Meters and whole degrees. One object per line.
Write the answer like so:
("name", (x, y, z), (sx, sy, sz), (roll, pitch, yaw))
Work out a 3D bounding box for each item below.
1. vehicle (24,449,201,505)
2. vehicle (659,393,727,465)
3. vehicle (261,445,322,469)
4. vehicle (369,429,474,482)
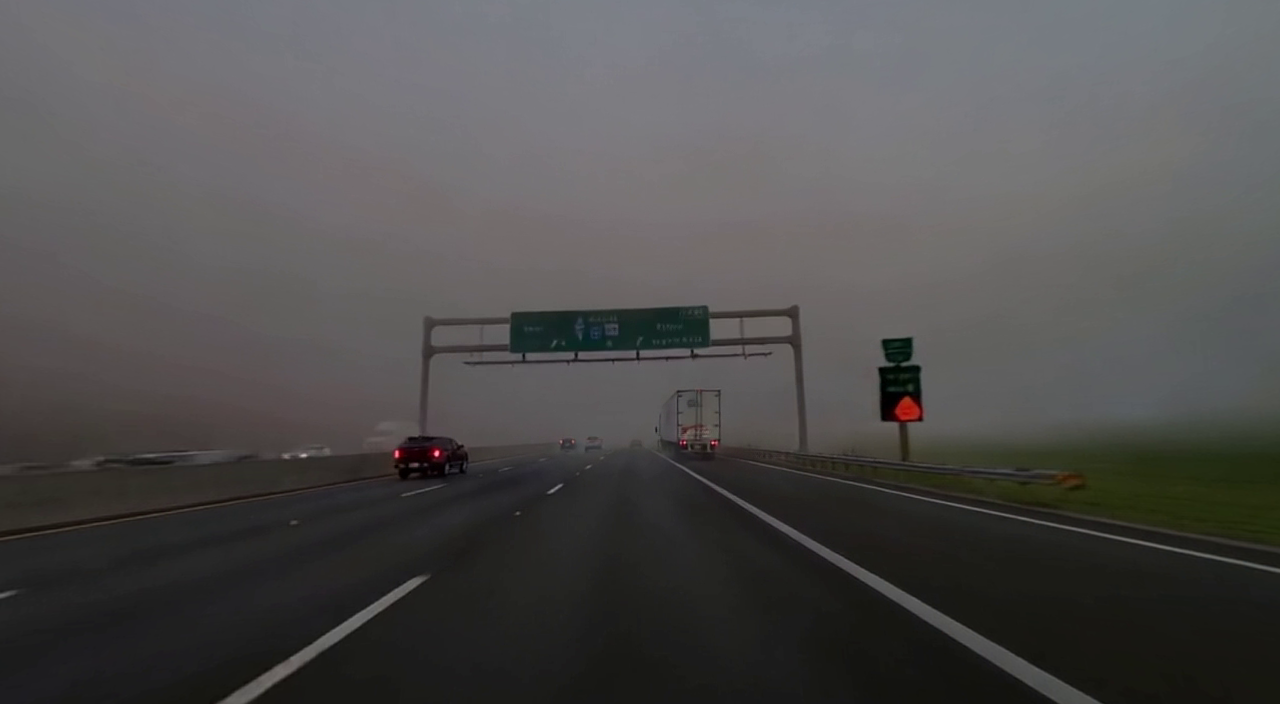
("vehicle", (-15.236, 3.596, 18.529), (1.883, 1.356, 3.865), (0, -8, 0))
("vehicle", (2.939, 4.783, 38.941), (2.760, 3.710, 12.230), (0, -7, -2))
("vehicle", (-24.155, 7.279, 43.868), (1.784, 1.476, 4.401), (0, -8, -1))
("vehicle", (-7.472, 3.569, 22.147), (2.076, 1.636, 4.597), (0, -8, -1))
